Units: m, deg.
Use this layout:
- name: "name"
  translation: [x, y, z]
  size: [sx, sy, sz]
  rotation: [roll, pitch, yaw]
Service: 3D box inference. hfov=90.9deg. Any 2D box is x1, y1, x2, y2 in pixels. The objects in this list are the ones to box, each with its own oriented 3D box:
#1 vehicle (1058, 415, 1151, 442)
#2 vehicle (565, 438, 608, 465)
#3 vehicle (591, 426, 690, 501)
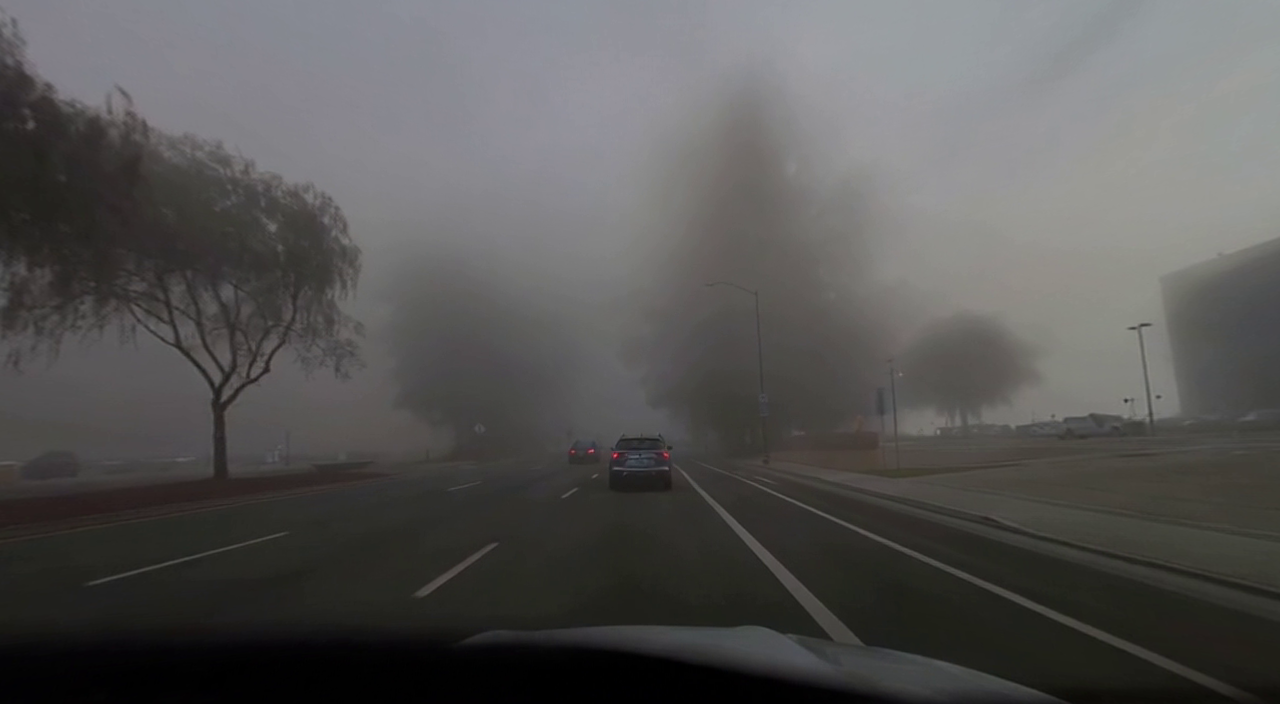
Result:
- name: "vehicle"
  translation: [31.899, 5.323, 43.508]
  size: [4.903, 1.767, 2.105]
  rotation: [-5, -10, 31]
- name: "vehicle"
  translation: [-3.077, 5.856, 37.261]
  size: [1.942, 1.462, 4.905]
  rotation: [-1, -8, 3]
- name: "vehicle"
  translation: [0.033, 2.784, 16.159]
  size: [2.199, 1.652, 4.101]
  rotation: [0, -8, 1]
